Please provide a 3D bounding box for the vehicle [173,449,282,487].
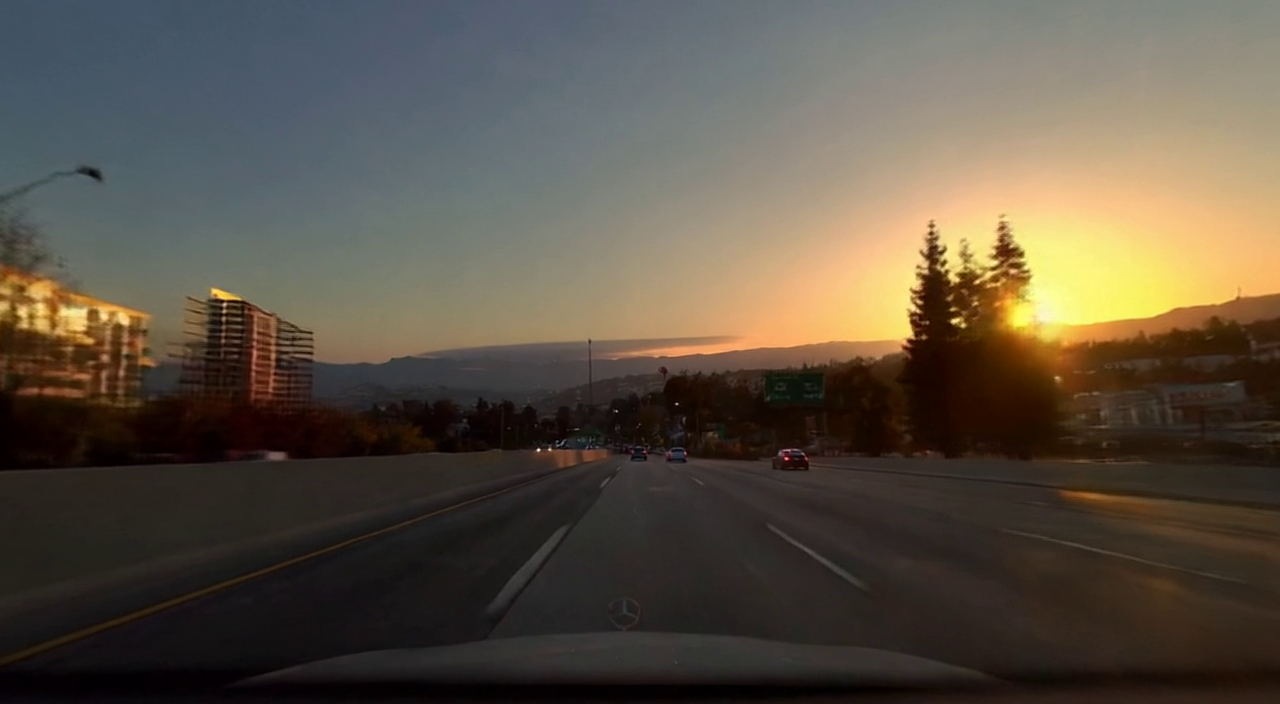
[{"bbox_3d":[-17.306,4.851,26.772,1.670,1.346,4.259,0,-8,1],"label":"vehicle"}]
